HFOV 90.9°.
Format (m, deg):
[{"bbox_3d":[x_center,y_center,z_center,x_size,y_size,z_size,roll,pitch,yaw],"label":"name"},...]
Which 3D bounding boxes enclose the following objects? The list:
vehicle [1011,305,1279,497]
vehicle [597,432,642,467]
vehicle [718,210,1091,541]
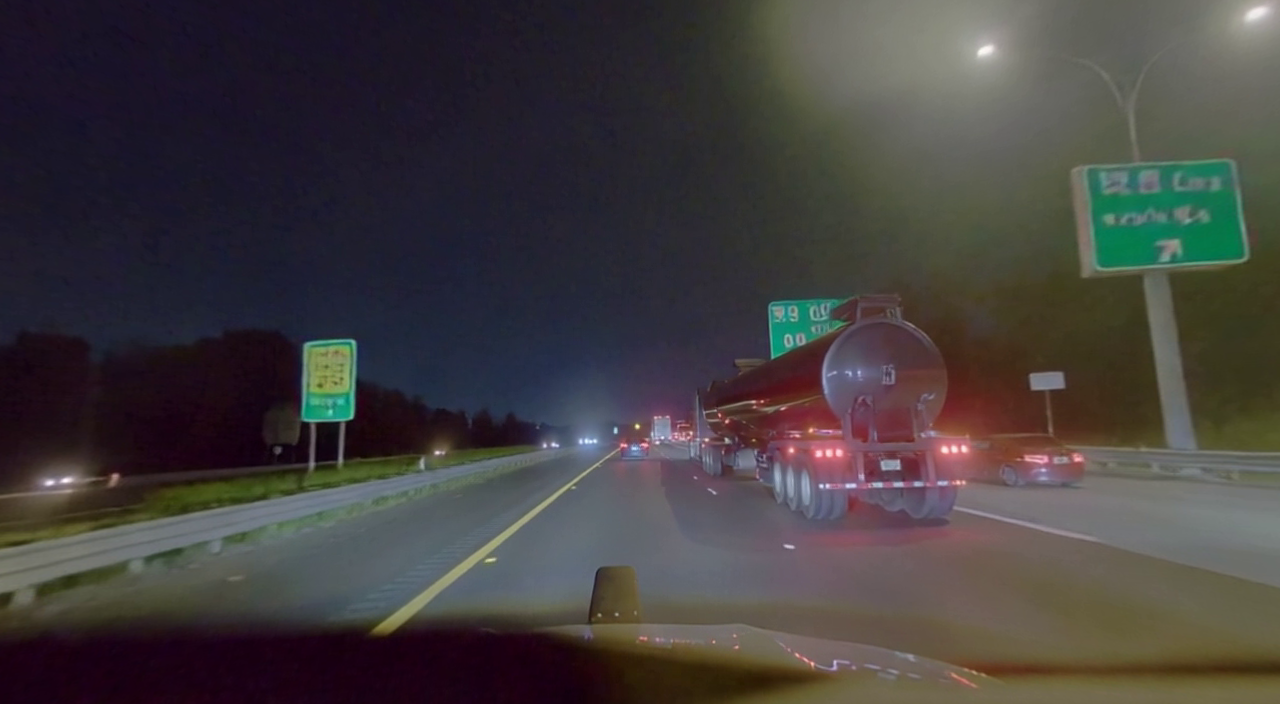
[{"bbox_3d":[14.957,1.525,17.084,2.878,4.124,10.050,1,-8,-5],"label":"vehicle"},{"bbox_3d":[-0.952,4.602,29.962,2.000,1.510,3.518,0,-8,-1],"label":"vehicle"},{"bbox_3d":[3.621,0.835,12.022,2.826,3.905,9.262,0,-8,-2],"label":"vehicle"}]
